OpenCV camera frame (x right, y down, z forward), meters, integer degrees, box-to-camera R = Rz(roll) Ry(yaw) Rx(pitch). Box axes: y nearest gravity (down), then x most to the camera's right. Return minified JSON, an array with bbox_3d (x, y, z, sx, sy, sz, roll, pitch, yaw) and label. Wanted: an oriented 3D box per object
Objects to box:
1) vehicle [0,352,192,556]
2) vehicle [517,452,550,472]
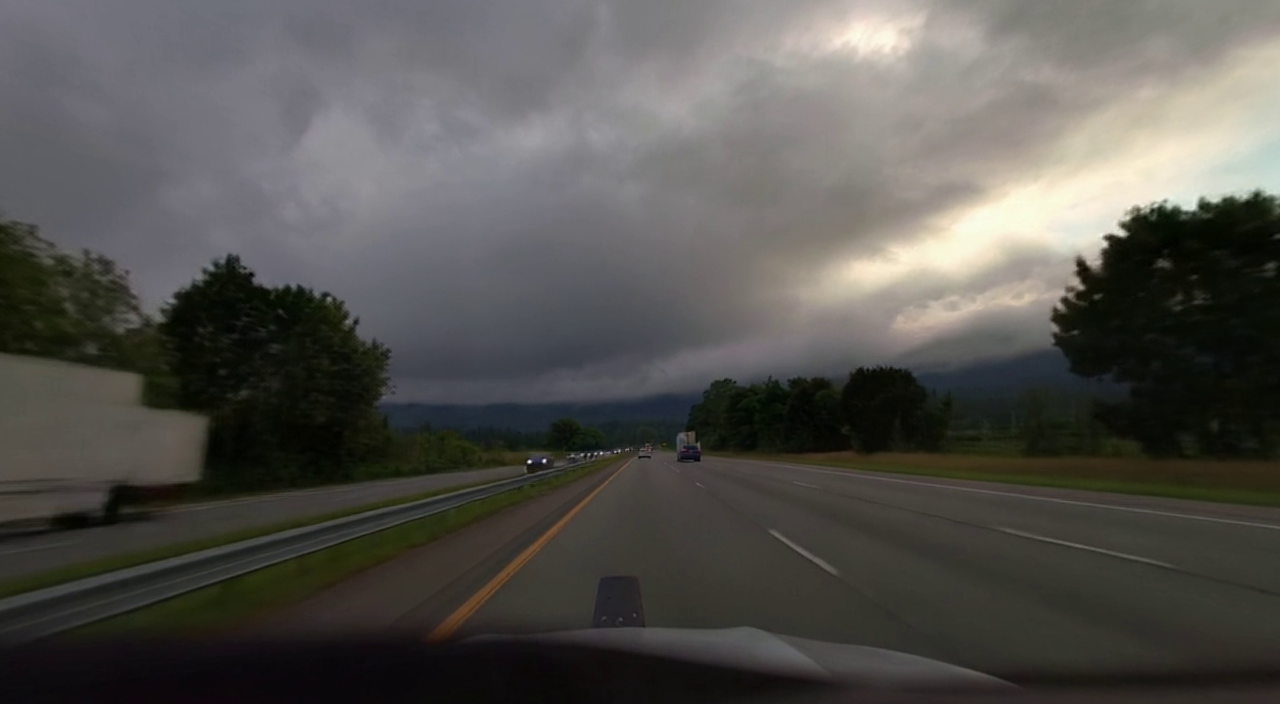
[{"bbox_3d":[-13.294,1.842,11.361,2.950,3.735,9.889,0,-9,1],"label":"vehicle"},{"bbox_3d":[-8.243,8.568,49.113,1.837,1.461,3.814,0,-9,1],"label":"vehicle"}]
